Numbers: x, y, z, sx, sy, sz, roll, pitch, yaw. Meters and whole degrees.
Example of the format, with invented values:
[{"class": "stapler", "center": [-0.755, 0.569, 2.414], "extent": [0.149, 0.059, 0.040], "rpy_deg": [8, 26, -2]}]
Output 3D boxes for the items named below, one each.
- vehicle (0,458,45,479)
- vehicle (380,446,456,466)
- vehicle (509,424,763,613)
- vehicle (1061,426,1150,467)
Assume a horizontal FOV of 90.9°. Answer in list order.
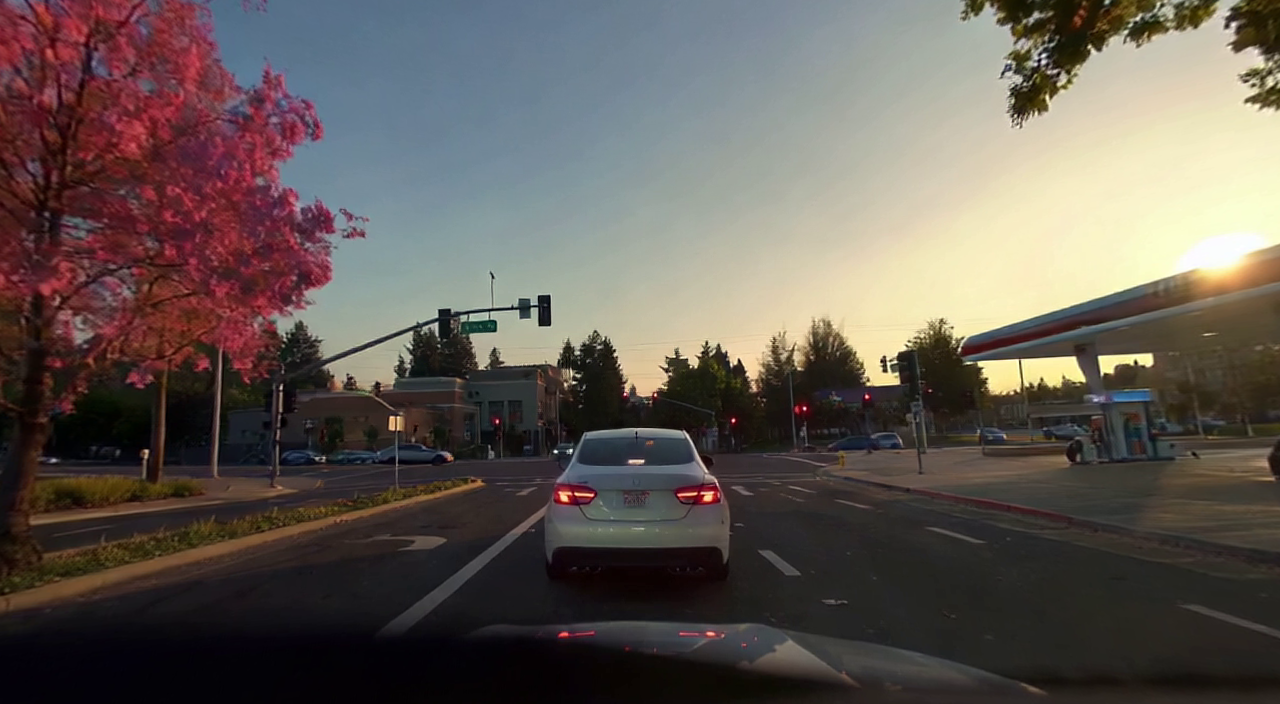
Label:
[{"class": "vehicle", "center": [-44.916, 8.180, 44.335], "extent": [4.380, 1.409, 1.841], "rpy_deg": [-1, -8, 6]}, {"class": "vehicle", "center": [-16.212, 7.601, 46.101], "extent": [4.813, 1.455, 1.889], "rpy_deg": [-1, -8, 4]}, {"class": "vehicle", "center": [-0.051, 1.623, 7.104], "extent": [2.010, 1.482, 4.057], "rpy_deg": [0, -8, 0]}, {"class": "vehicle", "center": [18.549, 3.746, 25.052], "extent": [4.091, 1.495, 2.053], "rpy_deg": [8, -12, -44]}]
